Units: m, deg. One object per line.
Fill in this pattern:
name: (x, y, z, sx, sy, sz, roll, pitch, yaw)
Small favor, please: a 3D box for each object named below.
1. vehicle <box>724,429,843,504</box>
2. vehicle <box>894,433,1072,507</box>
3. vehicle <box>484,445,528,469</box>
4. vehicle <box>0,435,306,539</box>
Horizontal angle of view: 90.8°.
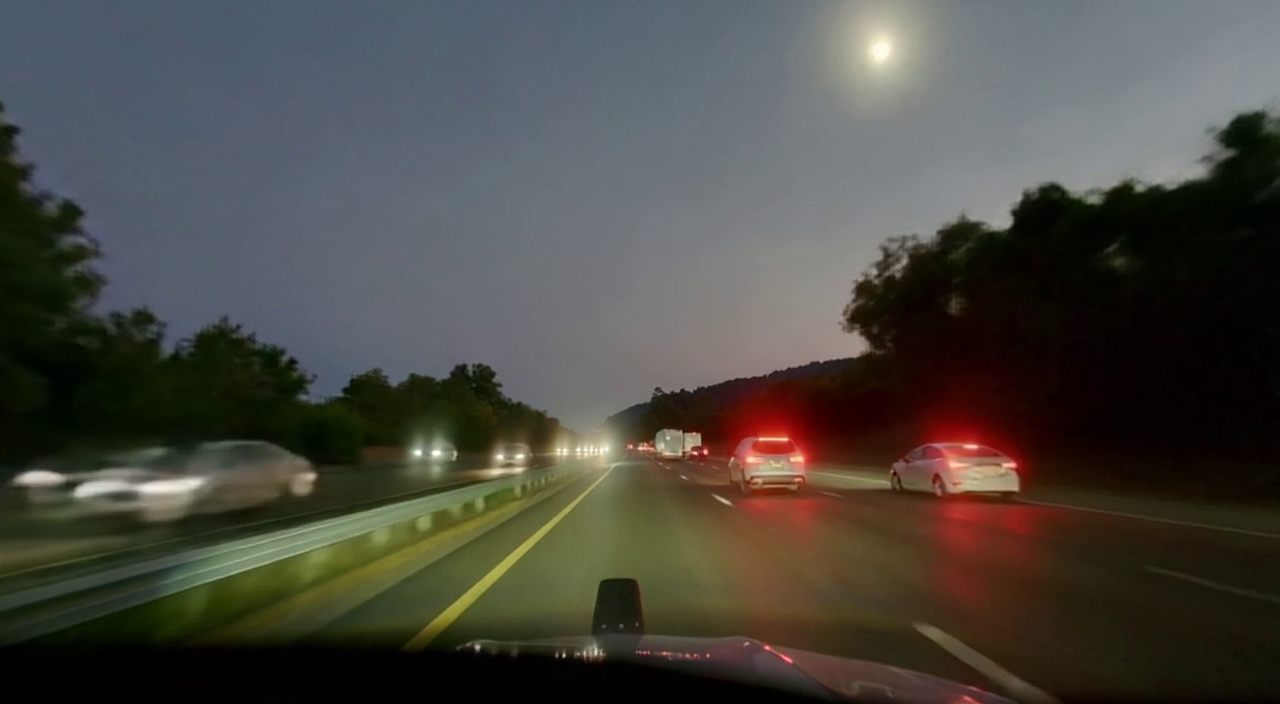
vehicle: (3.711, 3.059, 17.277, 2.070, 1.751, 4.576, 0, -9, -1)
vehicle: (8.636, 2.996, 16.476, 2.018, 1.636, 4.510, 0, -9, -1)
vehicle: (-8.578, 6.763, 40.826, 1.896, 1.478, 4.403, 0, -9, 0)
vehicle: (-8.338, 2.296, 11.417, 2.015, 1.467, 4.629, 0, -9, 1)
